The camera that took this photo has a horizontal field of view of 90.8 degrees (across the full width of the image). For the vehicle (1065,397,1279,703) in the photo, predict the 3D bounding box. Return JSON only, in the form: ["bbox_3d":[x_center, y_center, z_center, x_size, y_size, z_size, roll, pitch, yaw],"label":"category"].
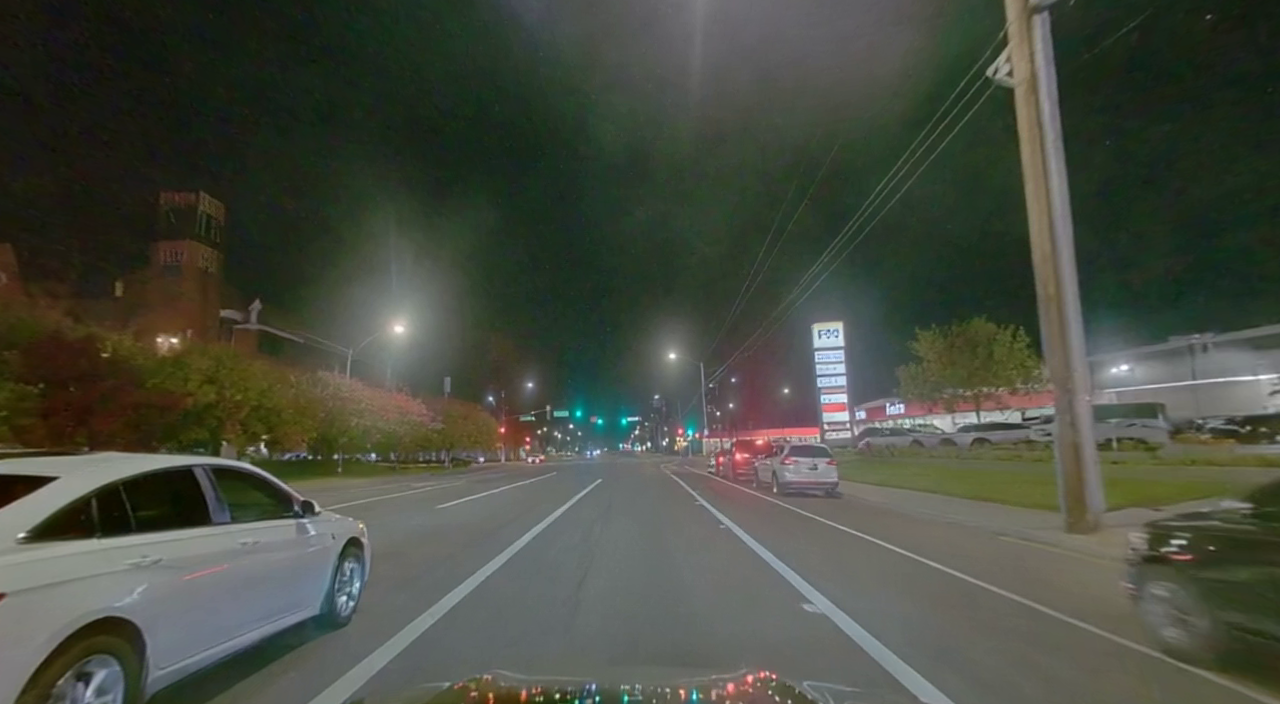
[{"bbox_3d":[4.305,0.968,2.689,2.038,1.633,4.166,0,-8,0],"label":"vehicle"}]

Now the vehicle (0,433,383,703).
[{"bbox_3d":[-3.023,1.094,2.767,1.874,1.424,4.553,-1,-8,0],"label":"vehicle"}]

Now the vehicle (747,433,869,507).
[{"bbox_3d":[4.326,3.100,17.155,2.032,1.703,4.650,0,-8,0],"label":"vehicle"}]
